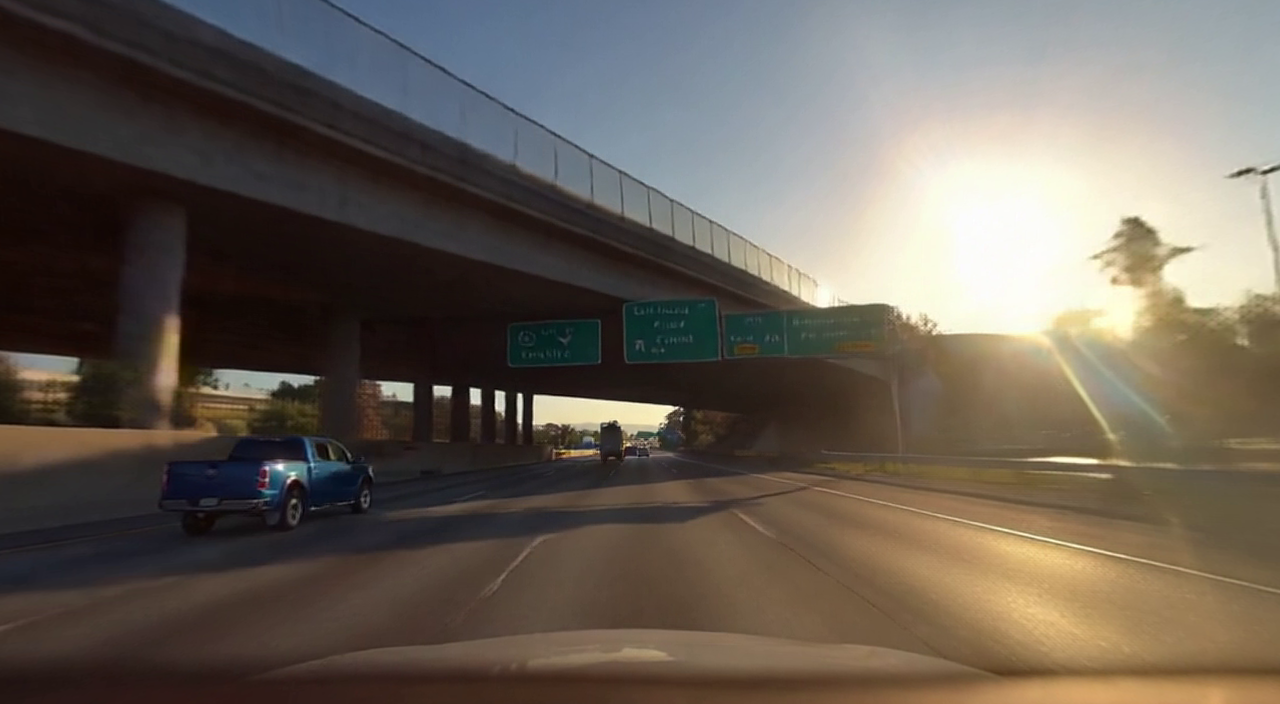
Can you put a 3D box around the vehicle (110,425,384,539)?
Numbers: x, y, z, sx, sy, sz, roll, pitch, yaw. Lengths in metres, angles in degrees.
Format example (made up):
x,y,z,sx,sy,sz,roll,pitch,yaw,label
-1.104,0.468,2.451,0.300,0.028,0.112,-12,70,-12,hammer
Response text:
x,y,z,sx,sy,sz,roll,pitch,yaw,label
-6.974,2.354,12.039,2.168,1.729,4.724,0,-9,0,vehicle
